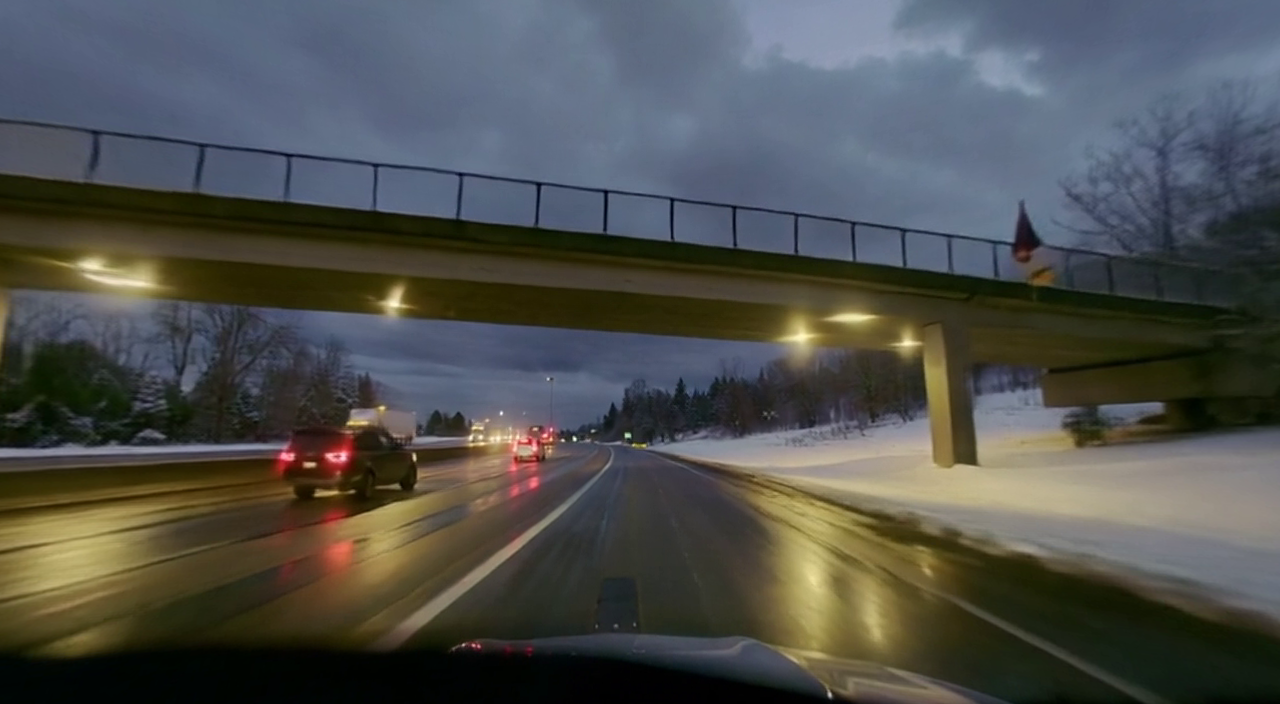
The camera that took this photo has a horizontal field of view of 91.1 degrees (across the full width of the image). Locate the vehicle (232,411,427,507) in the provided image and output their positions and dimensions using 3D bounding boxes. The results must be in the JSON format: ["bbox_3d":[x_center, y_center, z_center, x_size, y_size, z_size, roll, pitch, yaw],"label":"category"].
[{"bbox_3d":[-7.075,2.480,15.090,2.188,1.896,4.810,0,-8,0],"label":"vehicle"}]

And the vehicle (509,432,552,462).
[{"bbox_3d":[-7.239,6.308,41.864,1.956,1.888,4.512,0,-8,1],"label":"vehicle"}]
